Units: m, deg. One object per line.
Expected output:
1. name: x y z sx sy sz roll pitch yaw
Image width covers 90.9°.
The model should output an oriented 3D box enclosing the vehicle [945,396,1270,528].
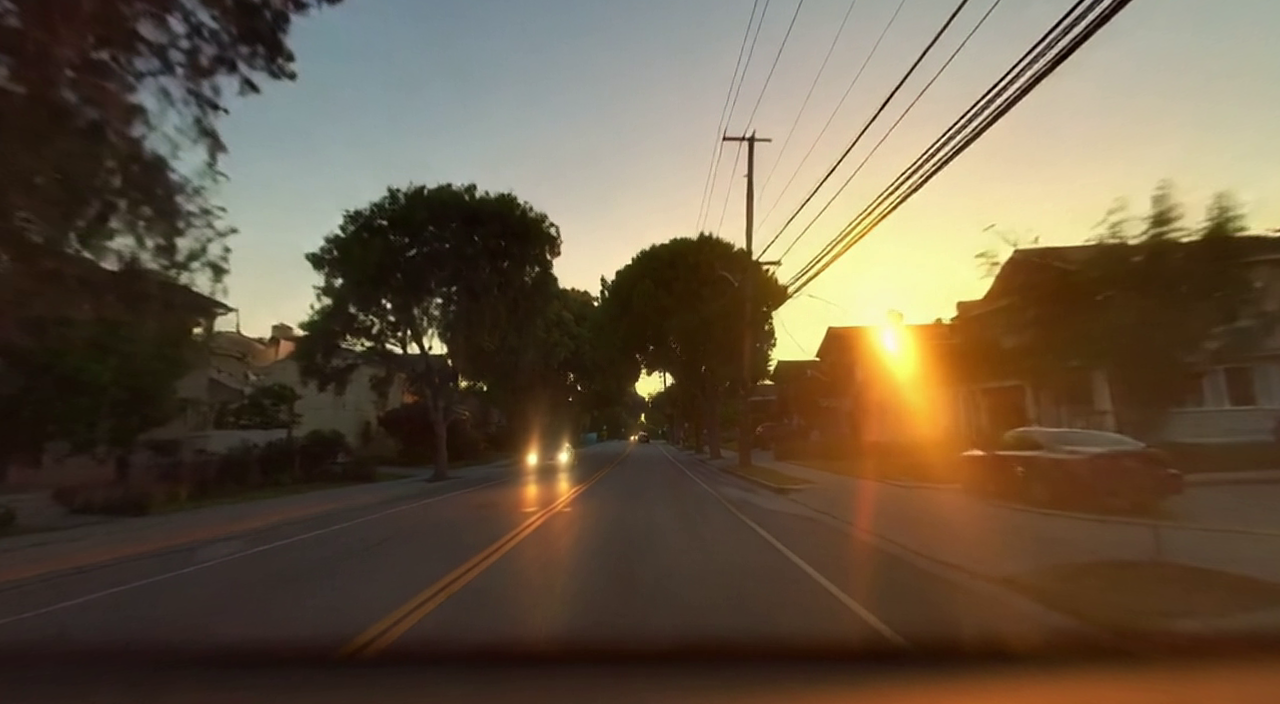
1. vehicle: 7.095 1.735 10.382 2.071 1.510 4.418 -6 -8 4

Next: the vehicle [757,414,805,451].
1. vehicle: 7.904 4.571 35.650 1.878 1.743 4.556 -6 -9 4

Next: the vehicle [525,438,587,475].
1. vehicle: -3.632 4.584 27.956 2.028 1.488 4.392 0 -8 1
